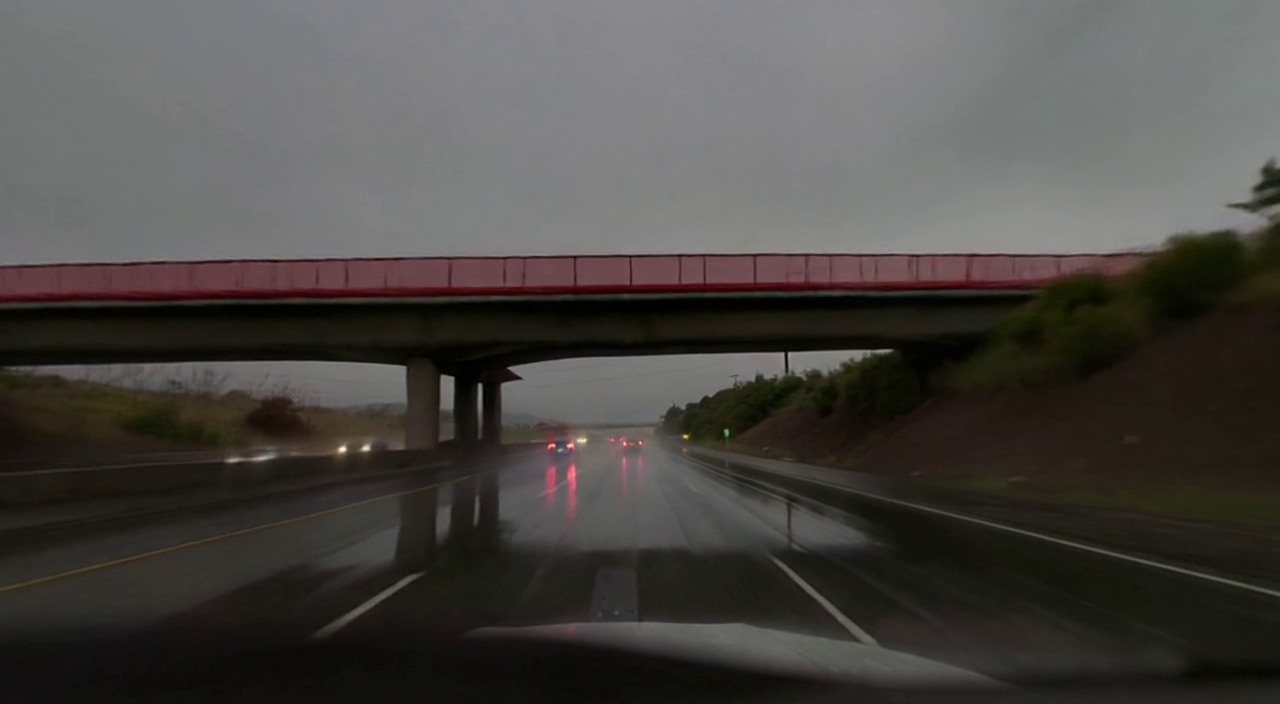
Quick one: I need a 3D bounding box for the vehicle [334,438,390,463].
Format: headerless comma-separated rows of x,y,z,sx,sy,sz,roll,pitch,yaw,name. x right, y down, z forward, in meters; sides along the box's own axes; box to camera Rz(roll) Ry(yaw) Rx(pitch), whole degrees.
-20.055,7.127,45.710,1.970,1.703,4.636,0,-8,-1,vehicle

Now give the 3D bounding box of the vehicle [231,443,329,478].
-16.535,4.967,29.258,1.831,1.427,4.610,0,-8,0,vehicle

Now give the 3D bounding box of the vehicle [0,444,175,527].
-12.677,2.724,13.438,1.970,1.473,4.699,0,-8,-1,vehicle

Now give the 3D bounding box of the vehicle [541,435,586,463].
-4.393,5.640,36.845,2.074,1.535,4.437,0,-8,0,vehicle
